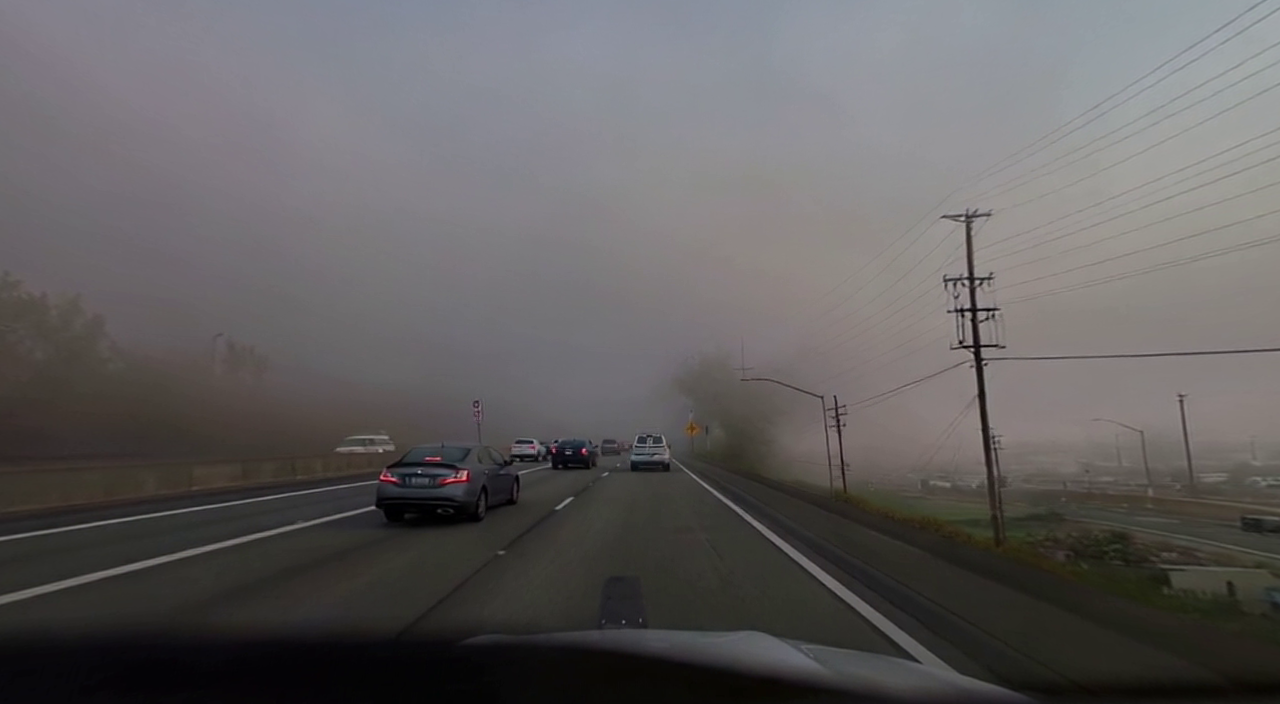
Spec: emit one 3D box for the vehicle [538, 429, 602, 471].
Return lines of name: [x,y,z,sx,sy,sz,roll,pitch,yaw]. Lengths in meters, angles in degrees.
vehicle: [-2.970,4.312,27.833,2.051,1.695,4.731,-1,-8,3]

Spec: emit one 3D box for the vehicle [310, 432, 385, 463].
vehicle: [-16.365,5.384,35.593,1.923,1.636,4.542,0,-8,2]

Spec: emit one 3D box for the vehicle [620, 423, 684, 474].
vehicle: [0.478,3.801,24.855,2.319,1.813,4.274,0,-8,1]

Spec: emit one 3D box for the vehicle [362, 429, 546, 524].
vehicle: [-3.259,2.286,12.166,2.092,1.464,4.466,0,-8,1]
